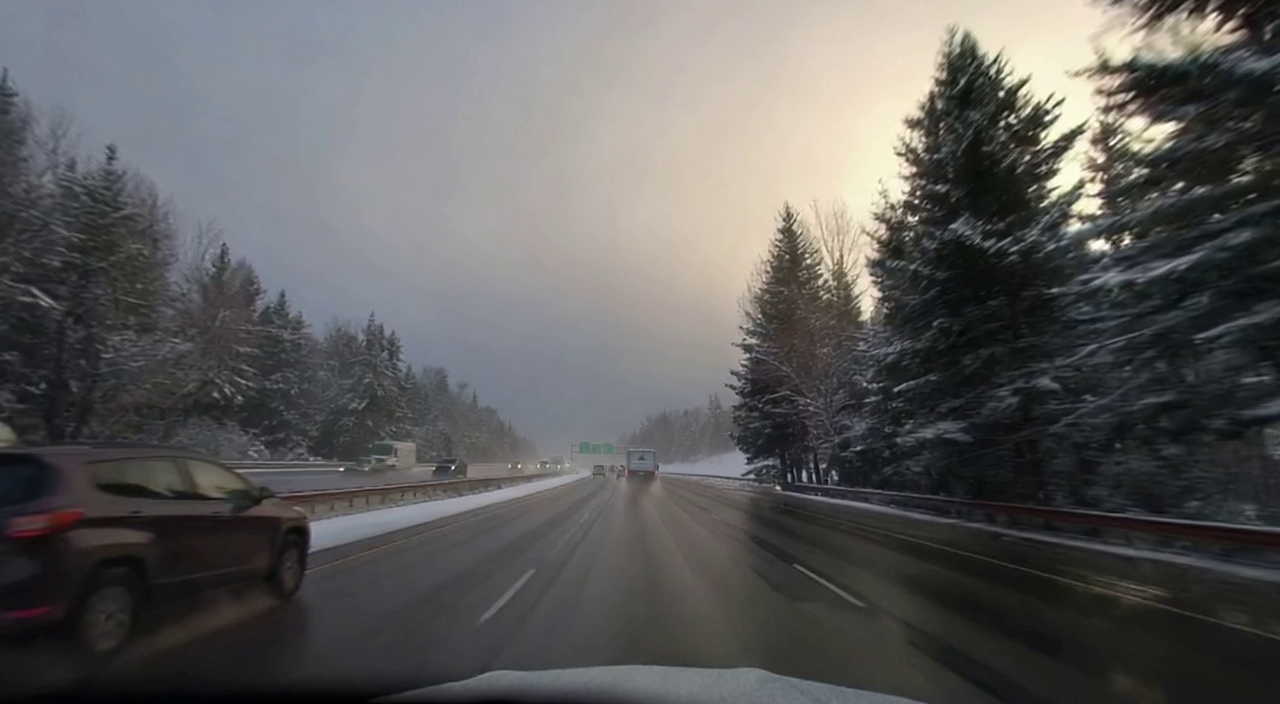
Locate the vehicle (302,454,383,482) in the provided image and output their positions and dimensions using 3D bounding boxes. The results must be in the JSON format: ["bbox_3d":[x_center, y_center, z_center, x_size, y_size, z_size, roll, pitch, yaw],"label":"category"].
[{"bbox_3d":[-17.090,6.732,36.471,2.354,1.461,4.828,1,-11,-1],"label":"vehicle"}]

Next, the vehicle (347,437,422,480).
[{"bbox_3d":[-17.322,7.342,43.119,2.544,2.700,5.950,1,-11,0],"label":"vehicle"}]

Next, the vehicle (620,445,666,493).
[{"bbox_3d":[0.151,6.884,37.179,2.482,2.549,5.447,1,-11,0],"label":"vehicle"}]

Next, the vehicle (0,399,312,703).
[{"bbox_3d":[-4.262,1.212,4.091,2.100,1.605,3.883,1,-11,0],"label":"vehicle"}]

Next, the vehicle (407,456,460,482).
[{"bbox_3d":[-13.029,7.451,40.052,1.871,1.478,4.406,1,-11,0],"label":"vehicle"}]
